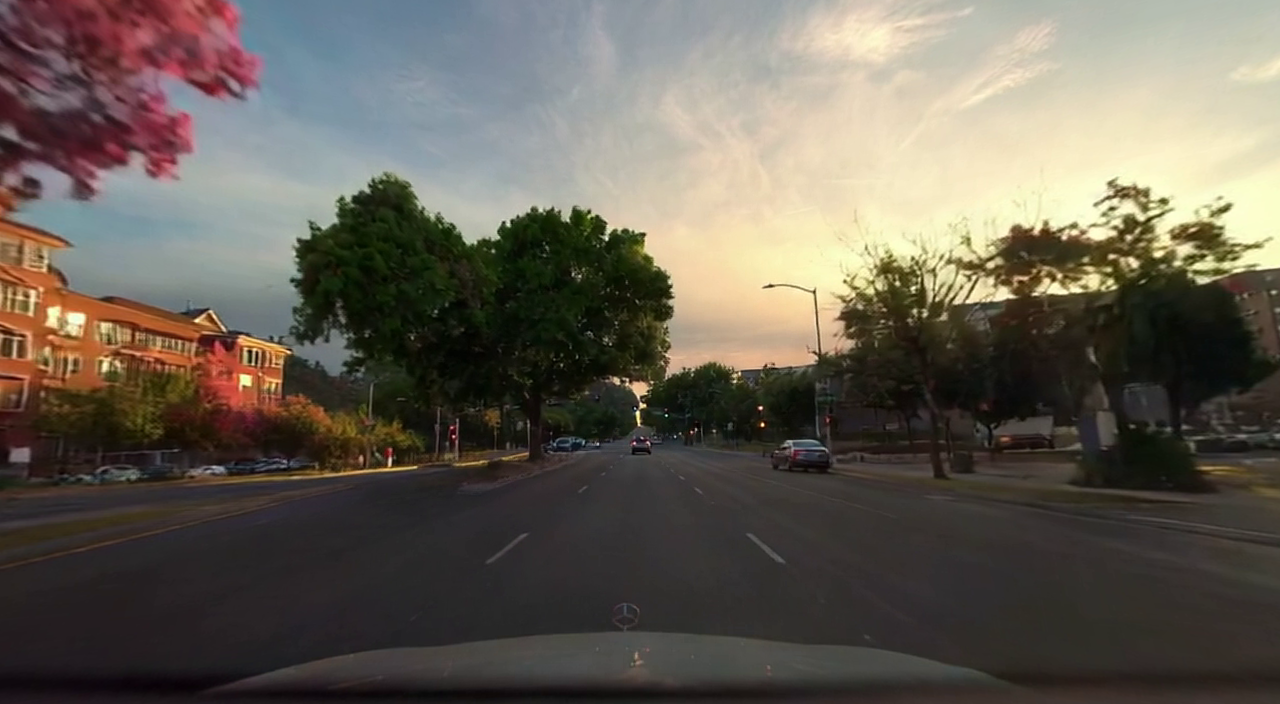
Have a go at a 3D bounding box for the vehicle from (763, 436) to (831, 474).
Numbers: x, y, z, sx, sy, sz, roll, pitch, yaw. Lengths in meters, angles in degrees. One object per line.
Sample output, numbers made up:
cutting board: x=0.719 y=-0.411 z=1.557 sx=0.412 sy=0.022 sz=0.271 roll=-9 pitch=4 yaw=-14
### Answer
vehicle: x=7.125 y=4.713 z=29.137 sx=1.933 sy=1.580 sz=4.162 roll=0 pitch=-8 yaw=-1

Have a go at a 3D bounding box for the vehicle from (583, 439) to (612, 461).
vehicle: x=-3.197 y=7.510 z=48.525 sx=1.993 sy=1.637 sz=4.068 roll=0 pitch=-8 yaw=0
